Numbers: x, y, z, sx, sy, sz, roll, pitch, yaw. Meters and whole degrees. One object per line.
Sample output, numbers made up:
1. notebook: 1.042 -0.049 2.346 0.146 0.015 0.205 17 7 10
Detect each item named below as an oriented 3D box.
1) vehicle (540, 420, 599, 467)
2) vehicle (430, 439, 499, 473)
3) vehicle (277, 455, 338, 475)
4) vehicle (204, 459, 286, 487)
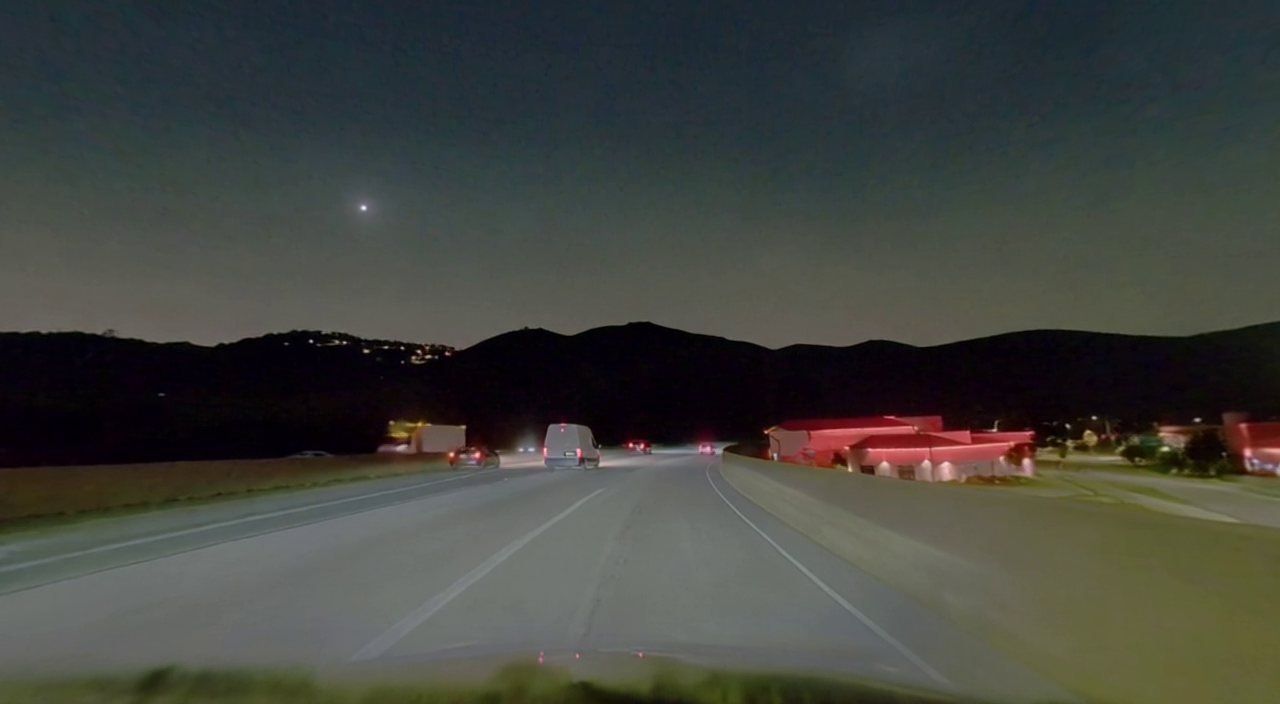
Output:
1. vehicle: -4.292 5.778 39.698 2.314 2.703 6.441 -1 -9 6
2. vehicle: -8.648 5.153 31.475 1.821 1.524 4.342 -1 -9 6
3. vehicle: -26.021 8.832 49.601 1.920 1.475 4.695 -1 -9 6
4. vehicle: -23.739 7.271 38.164 1.810 1.457 4.410 -1 -9 5
